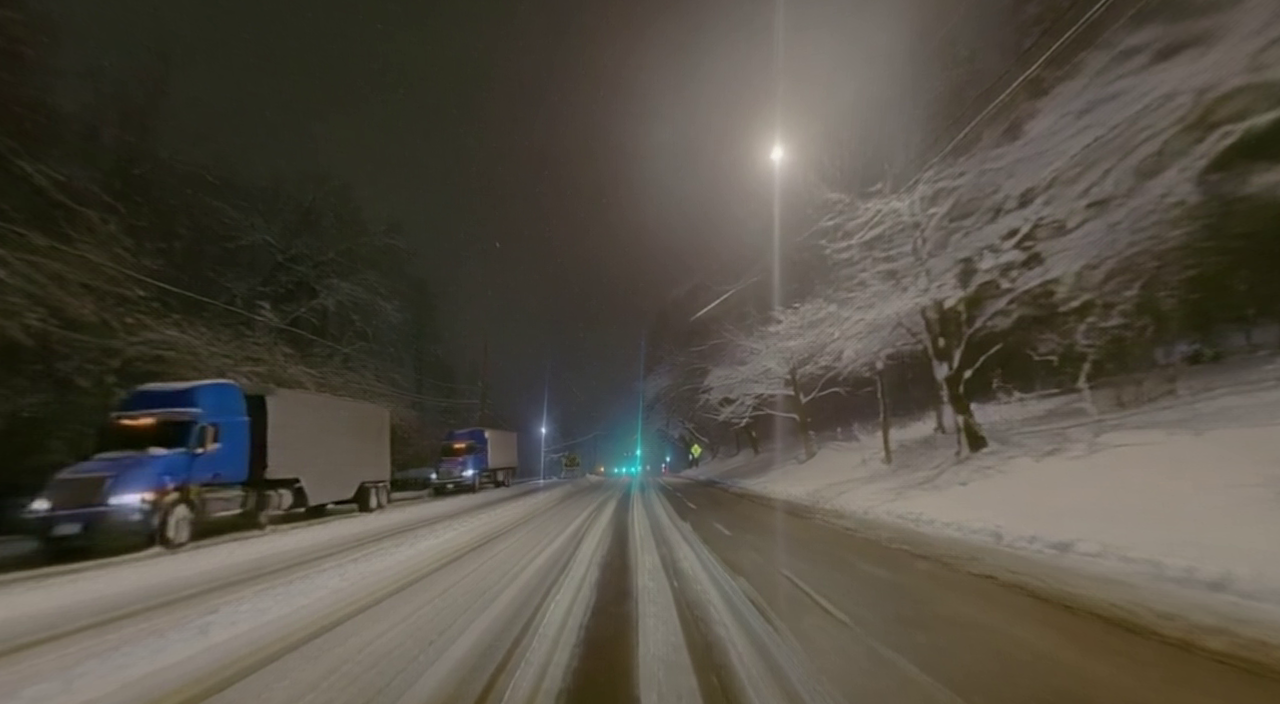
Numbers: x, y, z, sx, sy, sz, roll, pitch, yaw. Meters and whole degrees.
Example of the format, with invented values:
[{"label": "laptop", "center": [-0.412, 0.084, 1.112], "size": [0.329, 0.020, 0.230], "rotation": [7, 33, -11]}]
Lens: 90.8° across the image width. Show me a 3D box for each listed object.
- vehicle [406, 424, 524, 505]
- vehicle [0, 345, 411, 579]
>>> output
[{"label": "vehicle", "center": [-8.357, 5.368, 31.946], "size": [2.905, 3.359, 10.168], "rotation": [0, -6, 1]}, {"label": "vehicle", "center": [-8.274, 2.175, 14.024], "size": [2.788, 3.365, 9.652], "rotation": [0, -7, 0]}]
